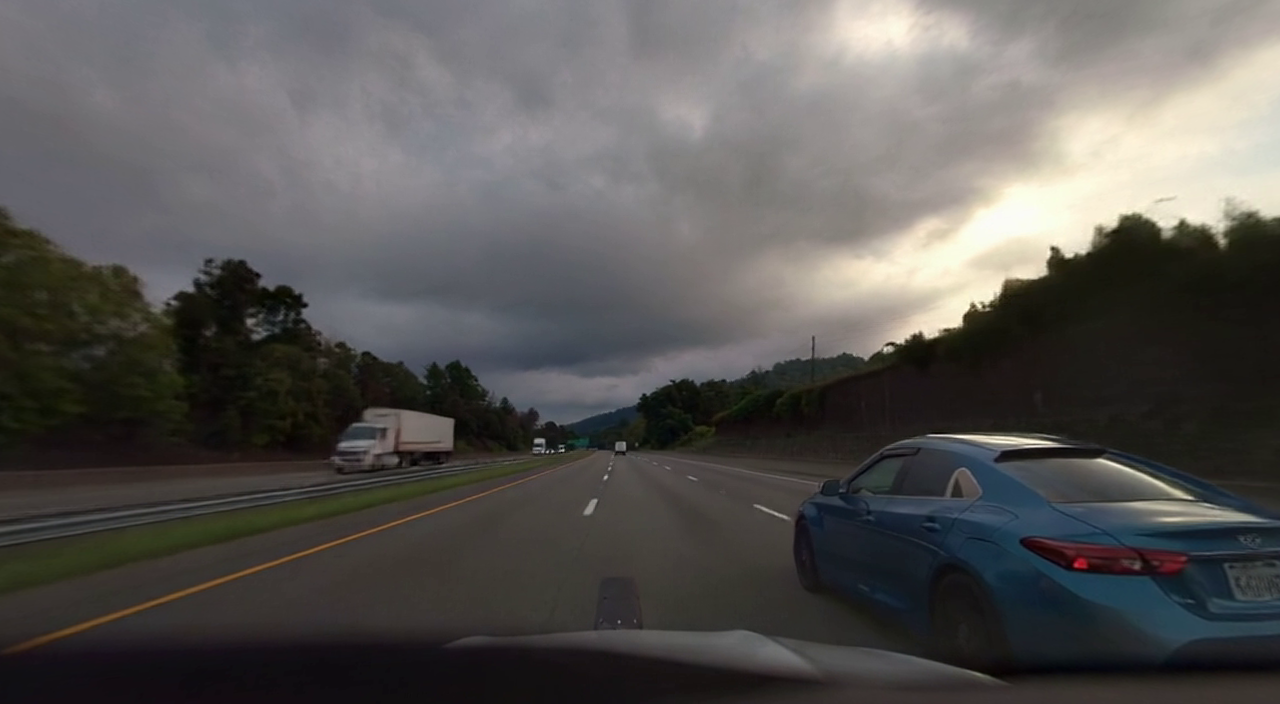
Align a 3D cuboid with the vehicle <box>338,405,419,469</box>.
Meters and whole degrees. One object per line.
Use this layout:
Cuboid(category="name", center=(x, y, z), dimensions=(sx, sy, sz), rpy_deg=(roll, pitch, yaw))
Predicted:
Cuboid(category="vehicle", center=(-17.324, 5.752, 42.160), dimensions=(2.993, 3.952, 5.880), rpy_deg=(0, -9, -2))
